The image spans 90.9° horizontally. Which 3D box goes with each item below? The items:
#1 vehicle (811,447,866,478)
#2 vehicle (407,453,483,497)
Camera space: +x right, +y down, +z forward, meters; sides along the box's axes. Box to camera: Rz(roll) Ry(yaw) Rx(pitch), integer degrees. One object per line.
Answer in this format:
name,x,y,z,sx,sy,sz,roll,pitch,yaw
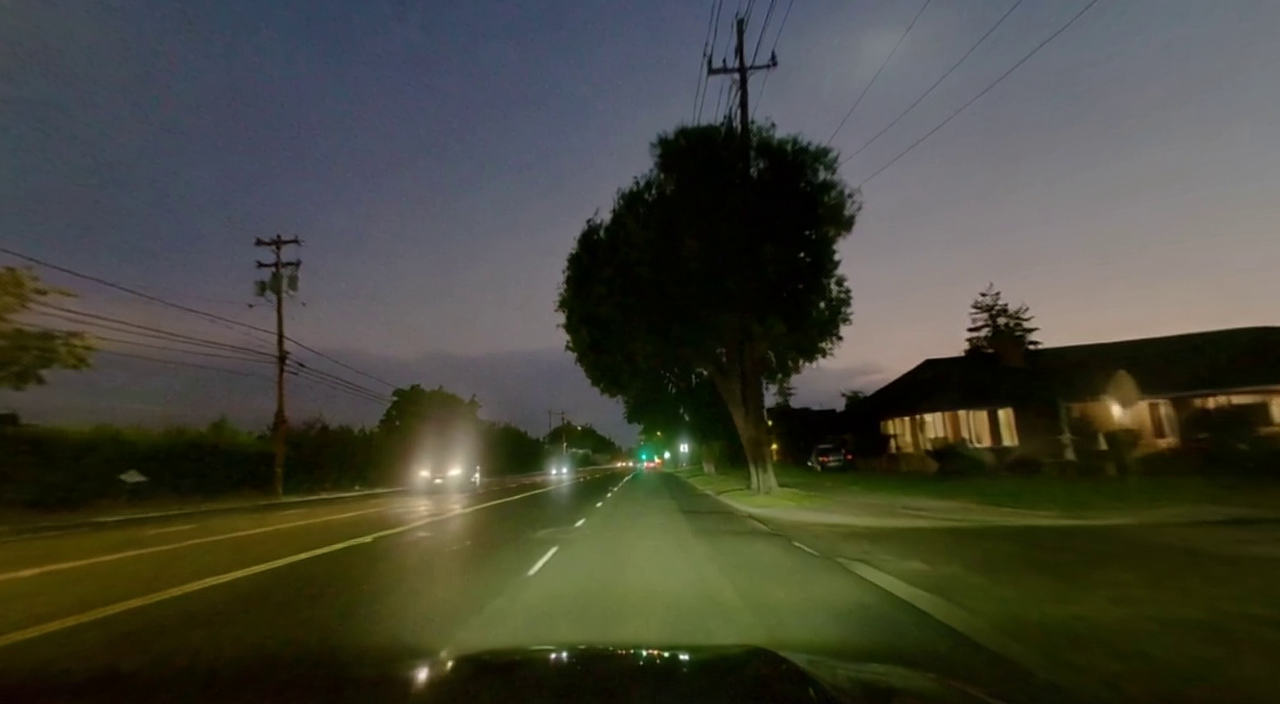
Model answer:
vehicle,10.816,6.083,34.517,1.737,1.633,3.268,1,-11,-4
vehicle,-9.114,5.773,29.896,2.057,1.865,4.626,-1,-10,1
